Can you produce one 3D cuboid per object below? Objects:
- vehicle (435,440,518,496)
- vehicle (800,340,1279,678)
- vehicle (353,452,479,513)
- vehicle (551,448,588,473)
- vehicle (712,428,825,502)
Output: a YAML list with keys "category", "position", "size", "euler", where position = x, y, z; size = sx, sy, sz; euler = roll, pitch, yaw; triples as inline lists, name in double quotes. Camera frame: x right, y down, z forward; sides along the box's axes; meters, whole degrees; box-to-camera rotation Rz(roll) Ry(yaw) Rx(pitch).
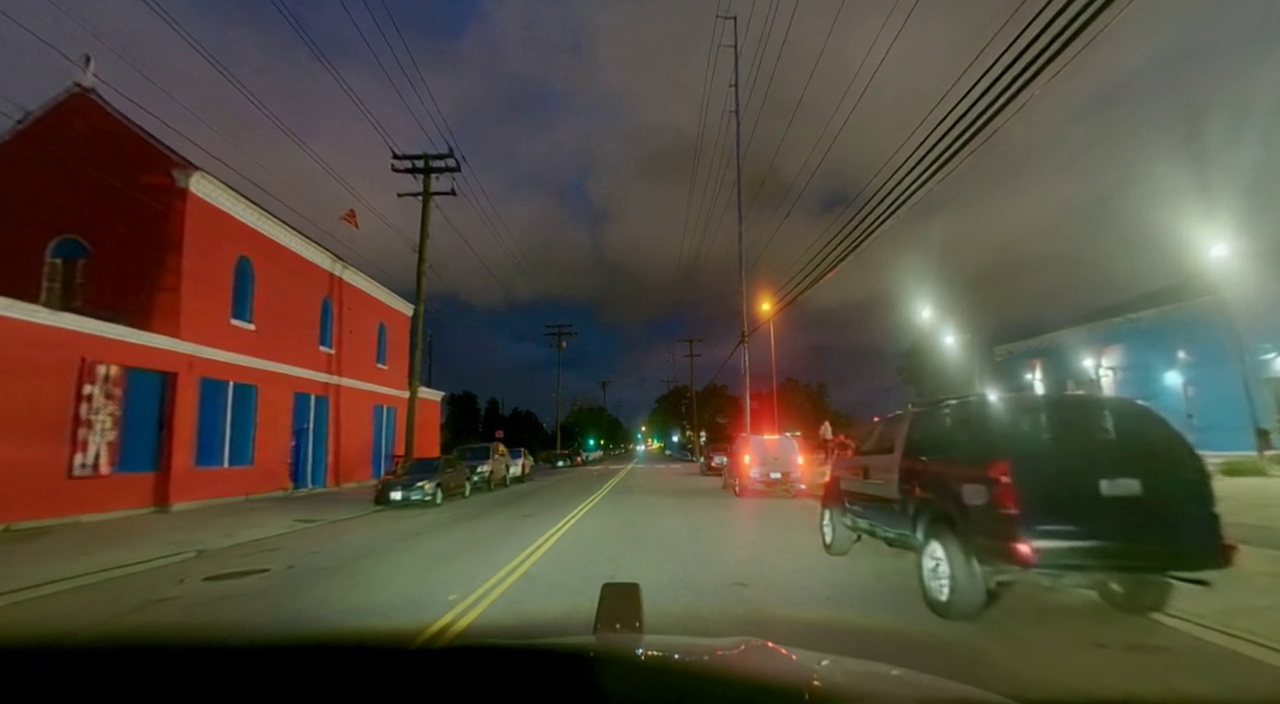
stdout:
- category: "vehicle"
  position: [-6.039, 4.305, 23.872]
  size: [1.983, 1.809, 4.503]
  euler: [-2, -9, -1]
- category: "vehicle"
  position: [3.306, 1.281, 6.246]
  size: [2.263, 1.996, 4.870]
  euler: [0, -9, 1]
- category: "vehicle"
  position: [-6.176, 3.616, 18.075]
  size: [1.844, 1.486, 4.474]
  euler: [0, -9, 2]
- category: "vehicle"
  position: [-5.324, 8.269, 48.257]
  size: [1.910, 1.488, 3.999]
  euler: [-5, -7, 5]
- category: "vehicle"
  position: [3.467, 3.157, 18.063]
  size: [2.182, 1.824, 4.622]
  euler: [0, -9, -1]
